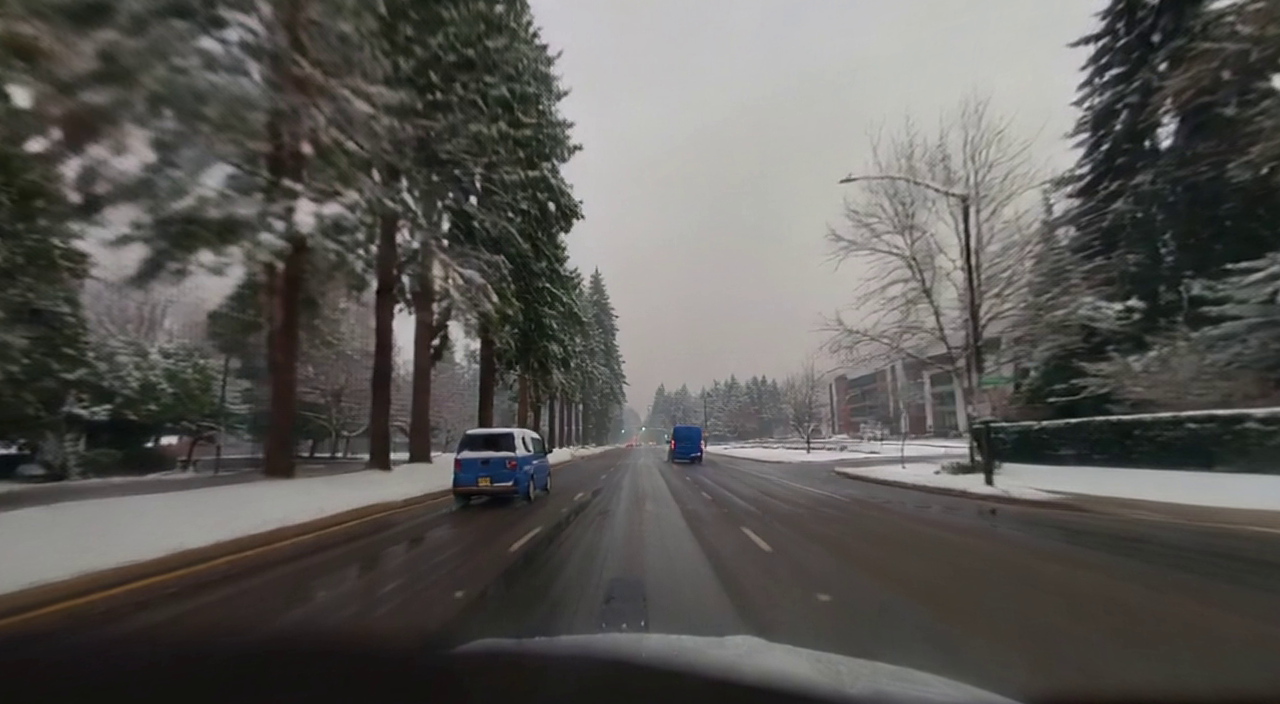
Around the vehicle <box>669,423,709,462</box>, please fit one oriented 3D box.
[{"bbox_3d":[3.556,6.748,46.967,2.349,2.671,5.744,0,-8,-1],"label":"vehicle"}]

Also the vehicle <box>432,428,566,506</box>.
[{"bbox_3d":[-3.192,2.715,15.368,2.129,1.602,4.532,0,-8,1],"label":"vehicle"}]
